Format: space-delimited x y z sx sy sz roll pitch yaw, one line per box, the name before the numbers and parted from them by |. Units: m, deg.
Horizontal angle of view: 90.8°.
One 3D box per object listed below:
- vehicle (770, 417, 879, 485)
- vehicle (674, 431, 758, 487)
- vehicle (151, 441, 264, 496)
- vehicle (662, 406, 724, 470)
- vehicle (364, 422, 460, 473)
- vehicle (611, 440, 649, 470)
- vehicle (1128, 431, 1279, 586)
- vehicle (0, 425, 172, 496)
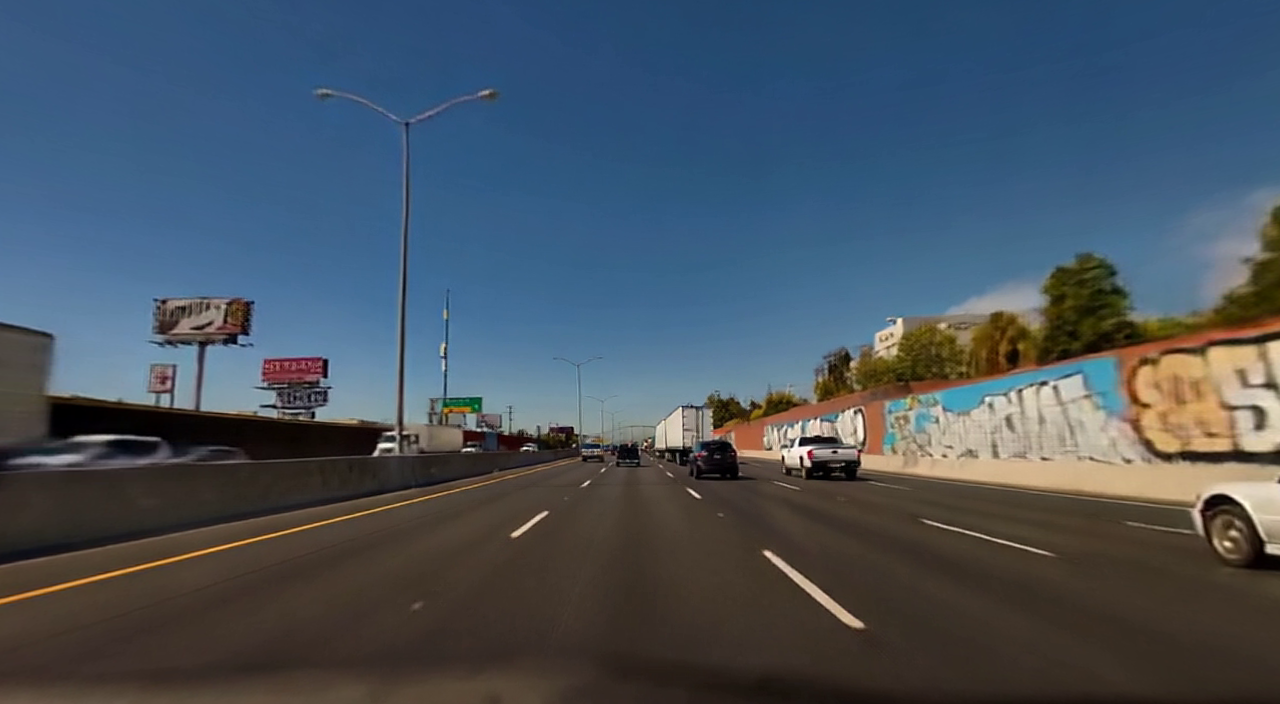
vehicle | 7.142 3.979 25.463 2.322 2.360 6.433 0 -9 -1
vehicle | 2.671 3.970 23.697 2.249 1.843 5.176 0 -9 -3
vehicle | -17.248 4.599 25.452 2.025 2.000 3.513 1 -8 -1
vehicle | 3.350 5.916 43.059 2.976 3.806 10.591 0 -9 -1
vehicle | -13.923 5.960 39.418 2.889 2.851 8.281 0 -9 0
vehicle | -0.585 6.017 36.919 2.073 1.640 3.990 0 -9 -1
vehicle | 7.120 1.418 5.509 1.915 1.476 4.677 0 -9 -1
vehicle | -14.109 2.665 15.744 1.865 1.548 3.890 0 -9 -1
